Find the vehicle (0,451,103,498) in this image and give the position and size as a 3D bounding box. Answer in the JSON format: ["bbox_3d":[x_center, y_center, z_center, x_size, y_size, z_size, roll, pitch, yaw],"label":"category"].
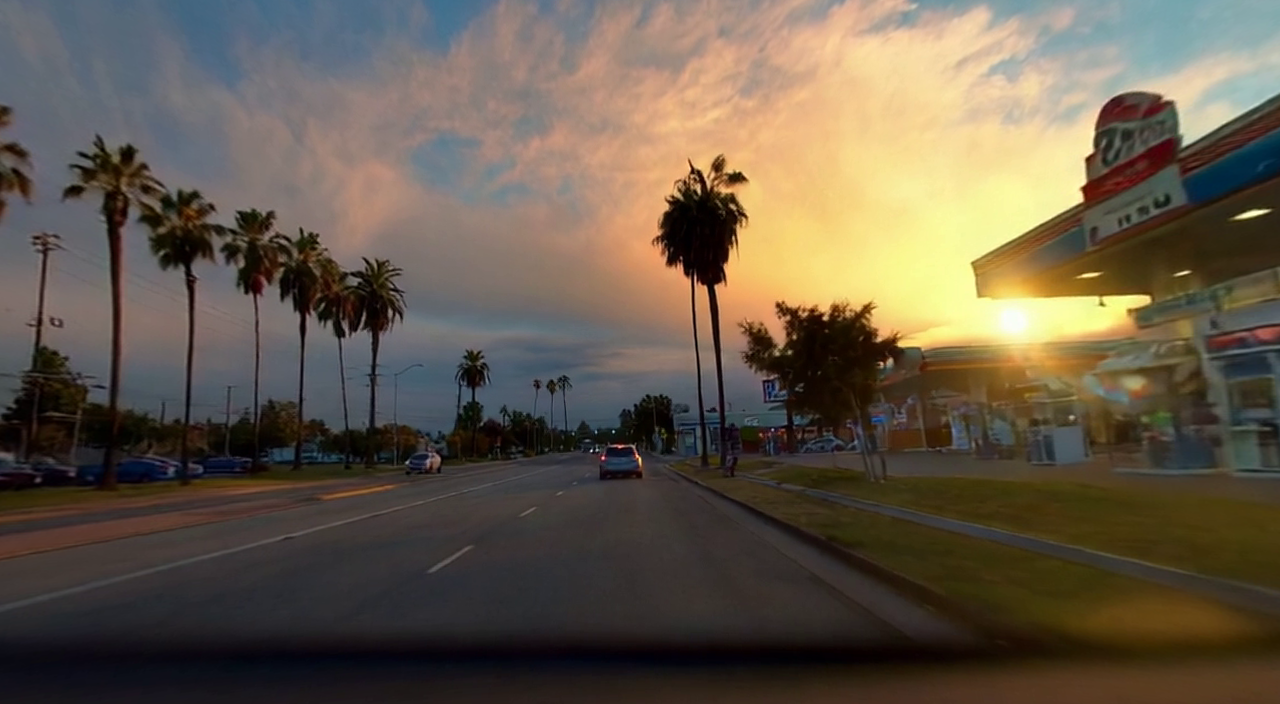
[{"bbox_3d":[-23.321,4.645,23.742,4.636,1.532,1.891,-3,-7,1],"label":"vehicle"}]

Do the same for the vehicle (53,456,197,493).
[{"bbox_3d":[-23.498,5.586,28.974,4.601,1.610,2.178,0,-9,-2],"label":"vehicle"}]

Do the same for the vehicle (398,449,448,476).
[{"bbox_3d":[-15.114,7.714,44.342,2.026,1.722,4.463,0,-8,-2],"label":"vehicle"}]

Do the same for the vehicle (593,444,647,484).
[{"bbox_3d":[-0.797,4.624,26.450,2.076,1.486,4.119,0,-8,-1],"label":"vehicle"}]
